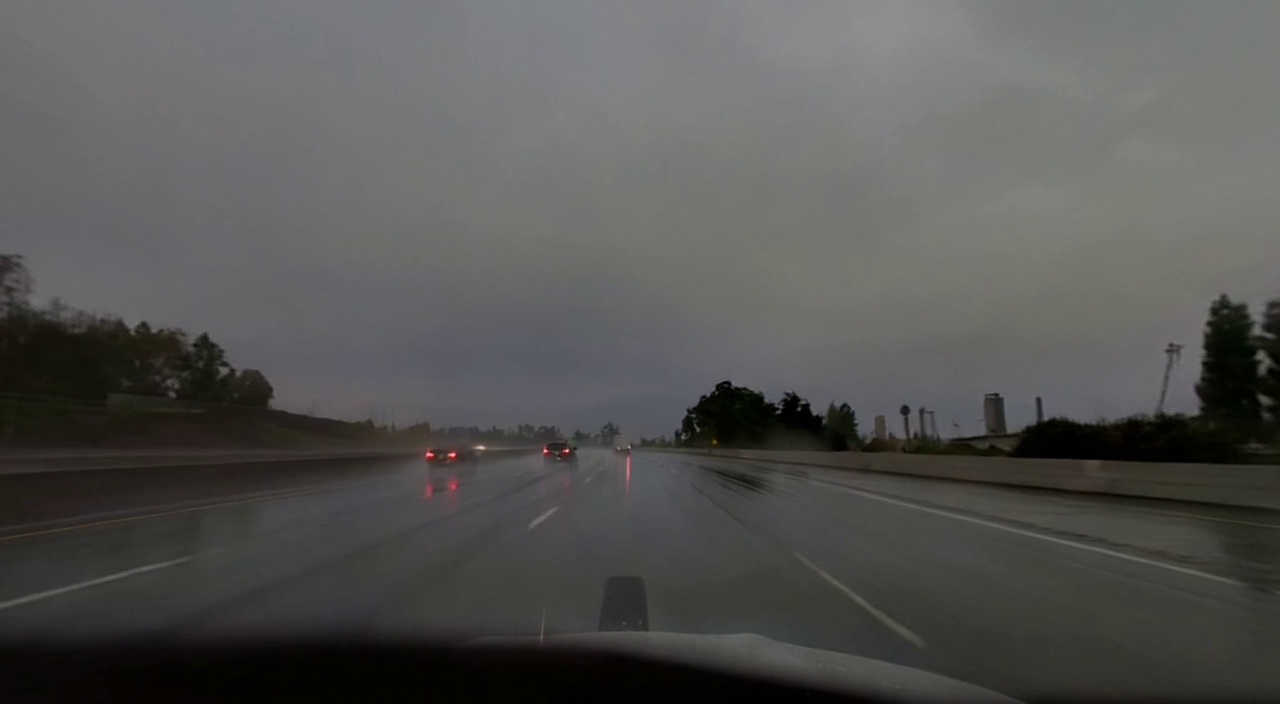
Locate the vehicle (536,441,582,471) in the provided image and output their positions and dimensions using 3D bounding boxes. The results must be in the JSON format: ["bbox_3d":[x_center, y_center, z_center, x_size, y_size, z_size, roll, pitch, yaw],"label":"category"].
[{"bbox_3d":[-4.163,5.420,32.996,1.936,1.465,4.060,0,-8,0],"label":"vehicle"}]

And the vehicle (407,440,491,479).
[{"bbox_3d":[-7.767,4.403,26.143,2.038,1.463,4.656,0,-8,0],"label":"vehicle"}]
